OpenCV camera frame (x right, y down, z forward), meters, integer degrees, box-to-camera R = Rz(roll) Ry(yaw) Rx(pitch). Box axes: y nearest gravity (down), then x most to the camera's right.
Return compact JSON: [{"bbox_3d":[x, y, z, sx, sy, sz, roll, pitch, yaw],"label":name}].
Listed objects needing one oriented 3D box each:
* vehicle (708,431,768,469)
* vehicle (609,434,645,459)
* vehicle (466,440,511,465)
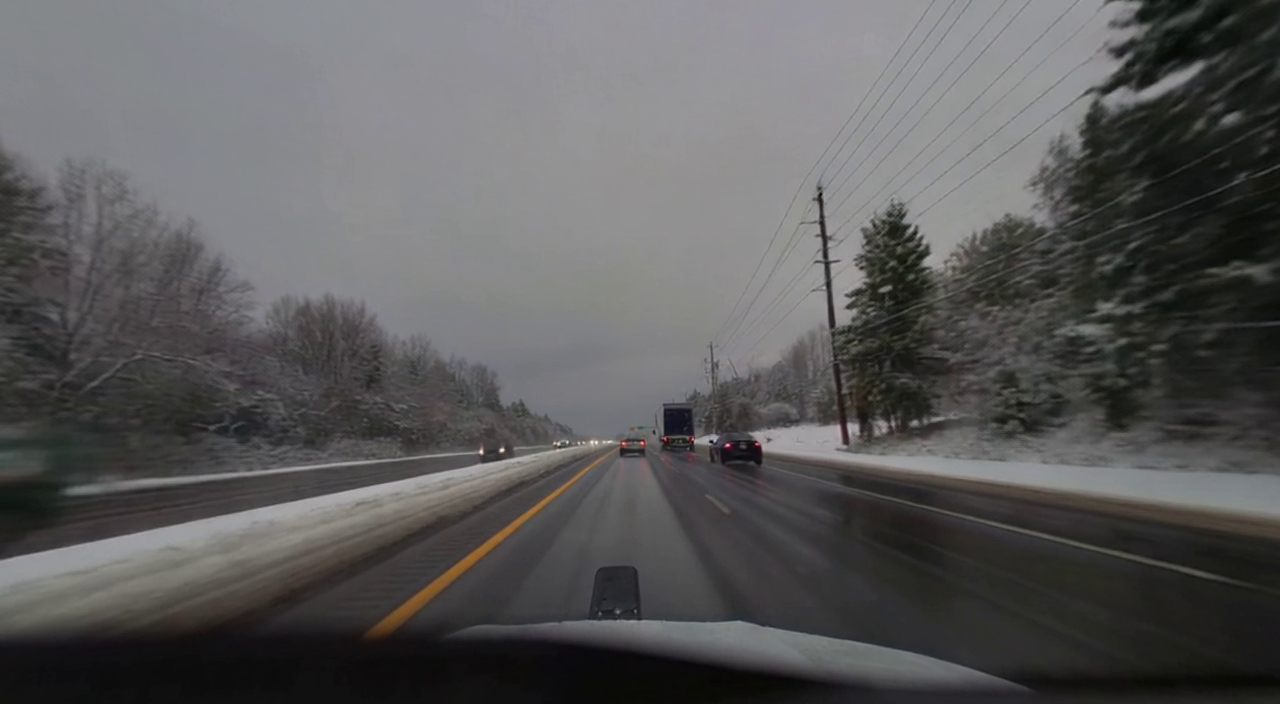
[{"bbox_3d":[4.266,4.301,28.020,1.930,1.573,3.853,0,-8,-2],"label":"vehicle"},{"bbox_3d":[-0.833,6.019,40.324,2.163,1.466,3.693,0,-7,-1],"label":"vehicle"},{"bbox_3d":[-9.451,6.278,39.675,1.820,1.451,4.375,0,-8,0],"label":"vehicle"}]
